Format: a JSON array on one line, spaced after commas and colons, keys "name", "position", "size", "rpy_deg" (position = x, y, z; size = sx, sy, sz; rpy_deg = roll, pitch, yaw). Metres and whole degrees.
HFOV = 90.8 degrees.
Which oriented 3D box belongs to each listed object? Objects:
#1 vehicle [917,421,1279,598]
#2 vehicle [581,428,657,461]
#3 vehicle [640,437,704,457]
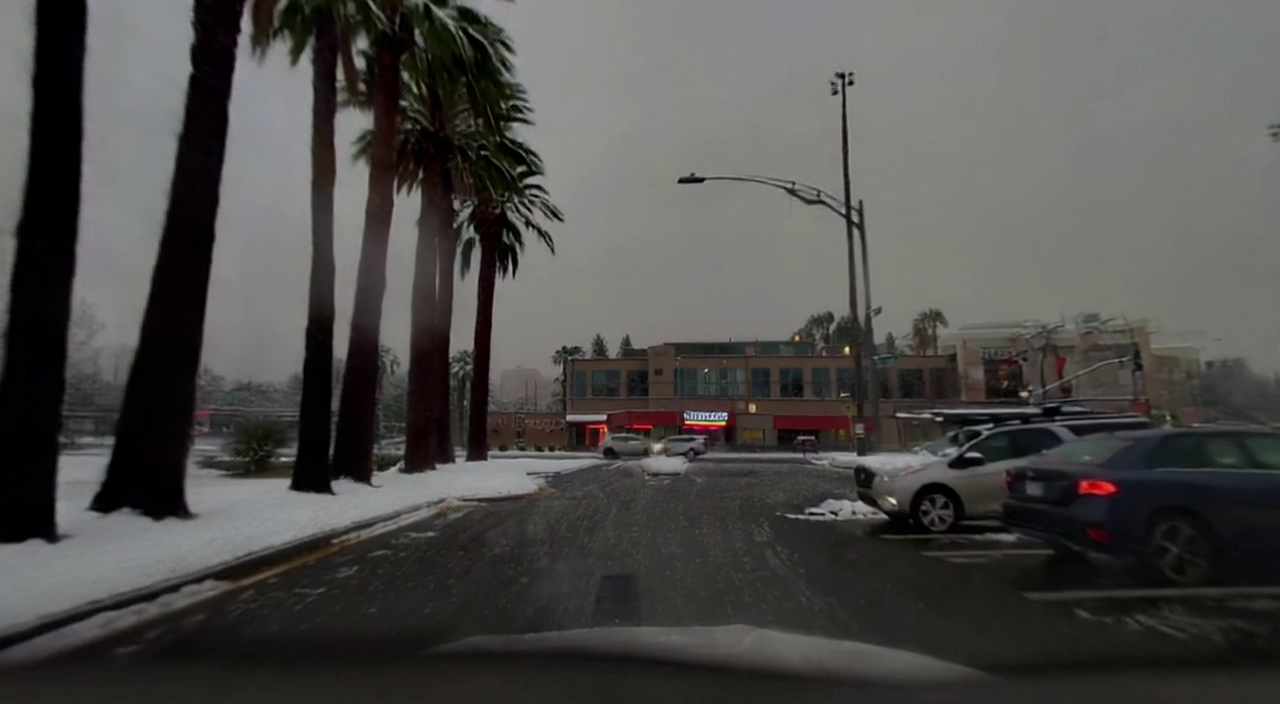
[{"name": "vehicle", "position": [5.800, 1.519, 6.796], "size": [4.742, 1.506, 1.919], "rpy_deg": [0, -7, -5]}, {"name": "vehicle", "position": [-1.188, 5.299, 36.104], "size": [4.211, 1.756, 2.158], "rpy_deg": [-1, -8, -1]}, {"name": "vehicle", "position": [2.423, 7.373, 49.110], "size": [4.850, 1.472, 1.777], "rpy_deg": [0, -8, -1]}]
